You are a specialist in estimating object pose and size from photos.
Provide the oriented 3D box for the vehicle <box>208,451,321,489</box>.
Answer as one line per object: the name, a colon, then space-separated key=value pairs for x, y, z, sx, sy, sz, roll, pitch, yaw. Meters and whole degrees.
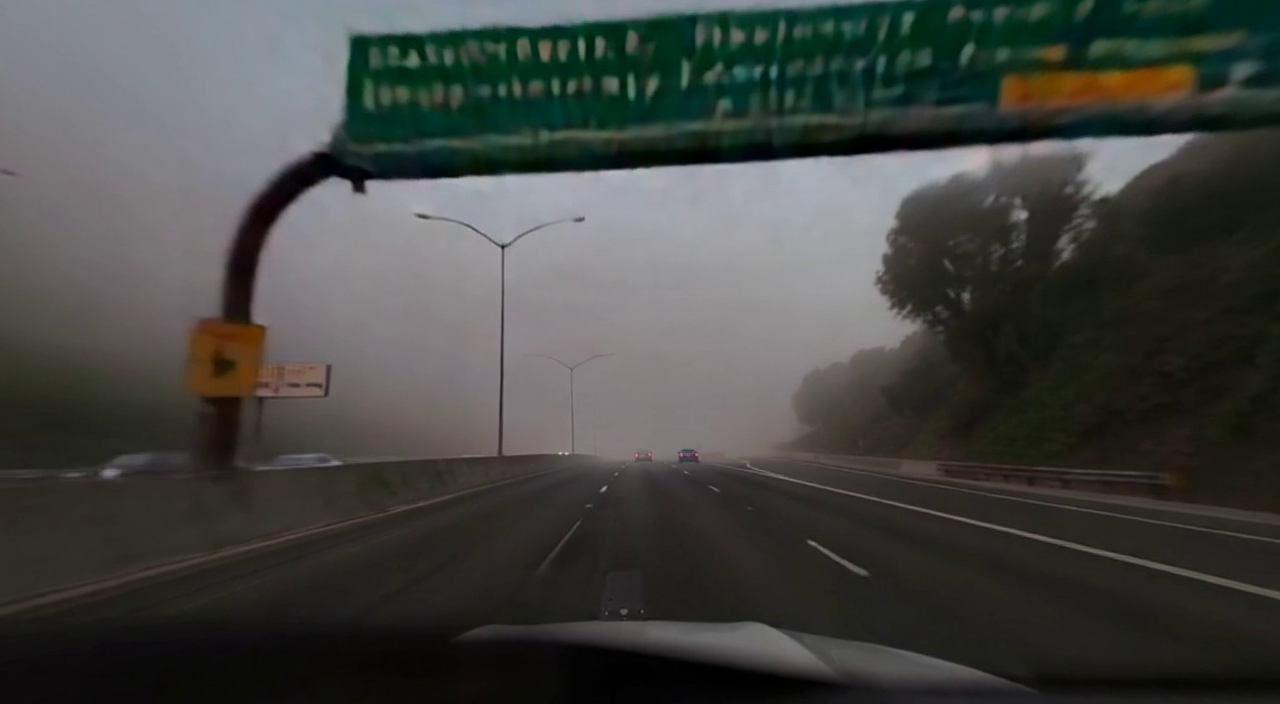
vehicle: x=-17.019 y=5.348 z=28.949 sx=2.182 sy=1.522 sz=4.761 roll=0 pitch=-8 yaw=1

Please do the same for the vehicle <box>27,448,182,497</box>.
vehicle: x=-20.550 y=4.599 z=24.515 sx=2.034 sy=1.668 sz=4.457 roll=0 pitch=-8 yaw=1
